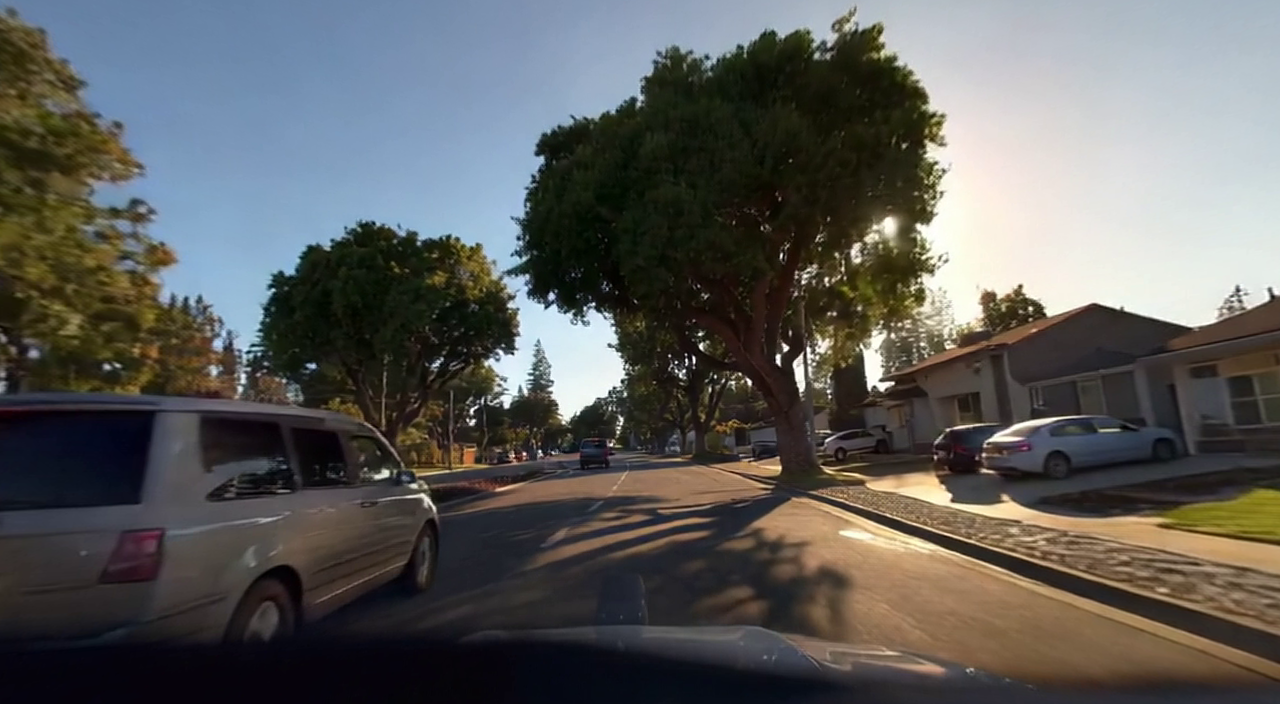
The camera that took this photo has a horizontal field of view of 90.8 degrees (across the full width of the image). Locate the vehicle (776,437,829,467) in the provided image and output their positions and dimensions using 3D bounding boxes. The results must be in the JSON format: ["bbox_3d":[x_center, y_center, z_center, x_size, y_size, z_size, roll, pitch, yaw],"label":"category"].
[{"bbox_3d":[8.893,5.511,35.046,1.897,1.524,4.604,-1,-9,3],"label":"vehicle"}]

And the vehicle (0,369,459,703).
[{"bbox_3d":[-3.030,1.202,4.201,2.205,1.590,4.852,0,-9,0],"label":"vehicle"}]

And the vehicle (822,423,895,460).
[{"bbox_3d":[11.826,4.913,34.654,2.138,1.850,4.930,0,-9,-1],"label":"vehicle"}]

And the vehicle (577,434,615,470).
[{"bbox_3d":[-2.702,6.304,40.042,2.085,2.084,5.133,0,-9,-1],"label":"vehicle"}]

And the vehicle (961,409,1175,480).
[{"bbox_3d":[11.266,2.478,16.901,4.249,1.550,1.843,-3,-8,2],"label":"vehicle"}]
